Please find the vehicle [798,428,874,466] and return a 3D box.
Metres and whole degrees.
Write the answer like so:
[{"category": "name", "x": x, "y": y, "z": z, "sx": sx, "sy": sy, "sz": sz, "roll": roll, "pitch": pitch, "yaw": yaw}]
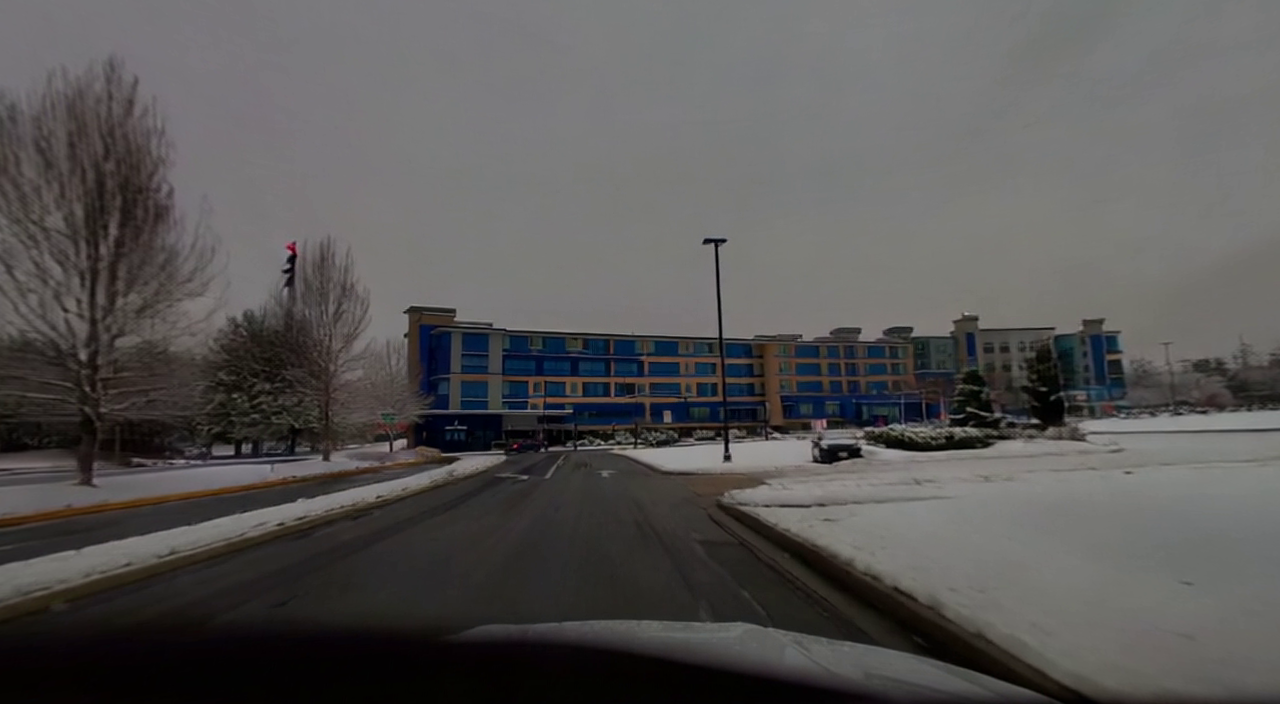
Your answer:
[{"category": "vehicle", "x": 8.446, "y": 4.107, "z": 27.437, "sx": 1.769, "sy": 1.516, "sz": 3.520, "roll": 1, "pitch": -8, "yaw": -8}]
